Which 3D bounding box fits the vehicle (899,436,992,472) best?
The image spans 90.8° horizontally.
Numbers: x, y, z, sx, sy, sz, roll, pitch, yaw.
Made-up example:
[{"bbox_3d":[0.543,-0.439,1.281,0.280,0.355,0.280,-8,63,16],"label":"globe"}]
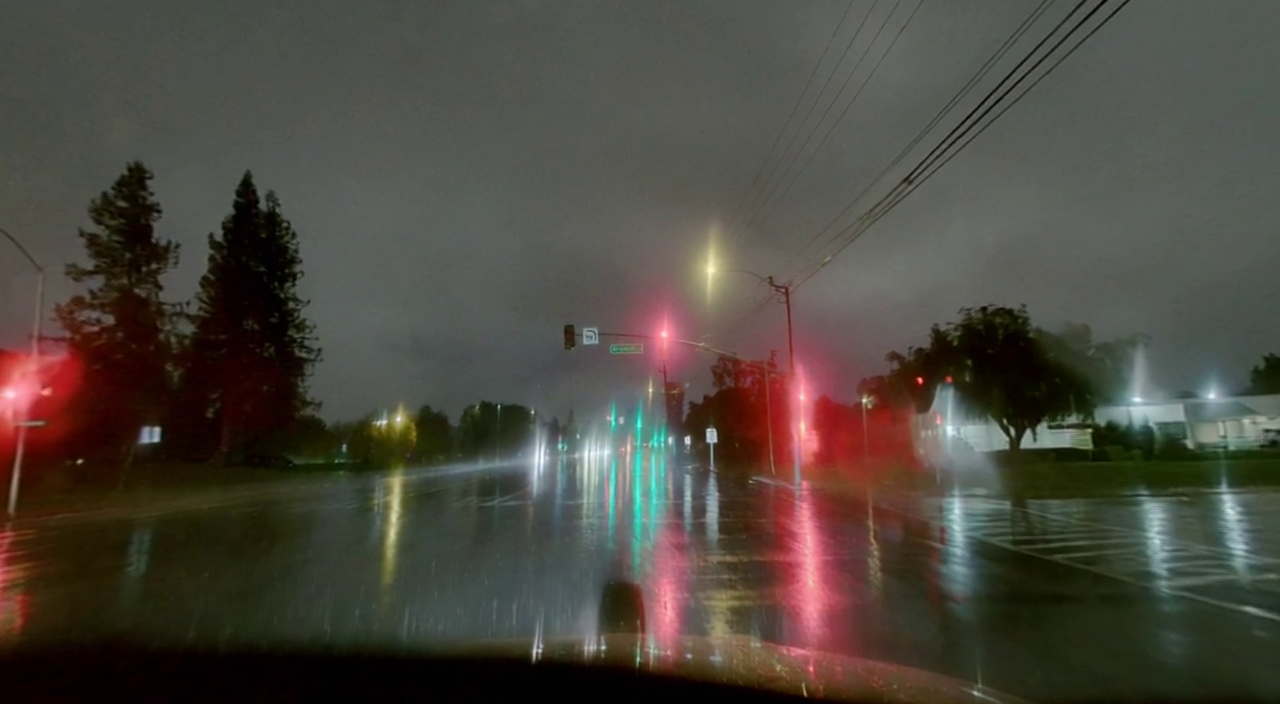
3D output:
[{"bbox_3d":[15.000,5.045,31.371,1.959,1.471,4.570,-4,-9,-5],"label":"vehicle"}]
